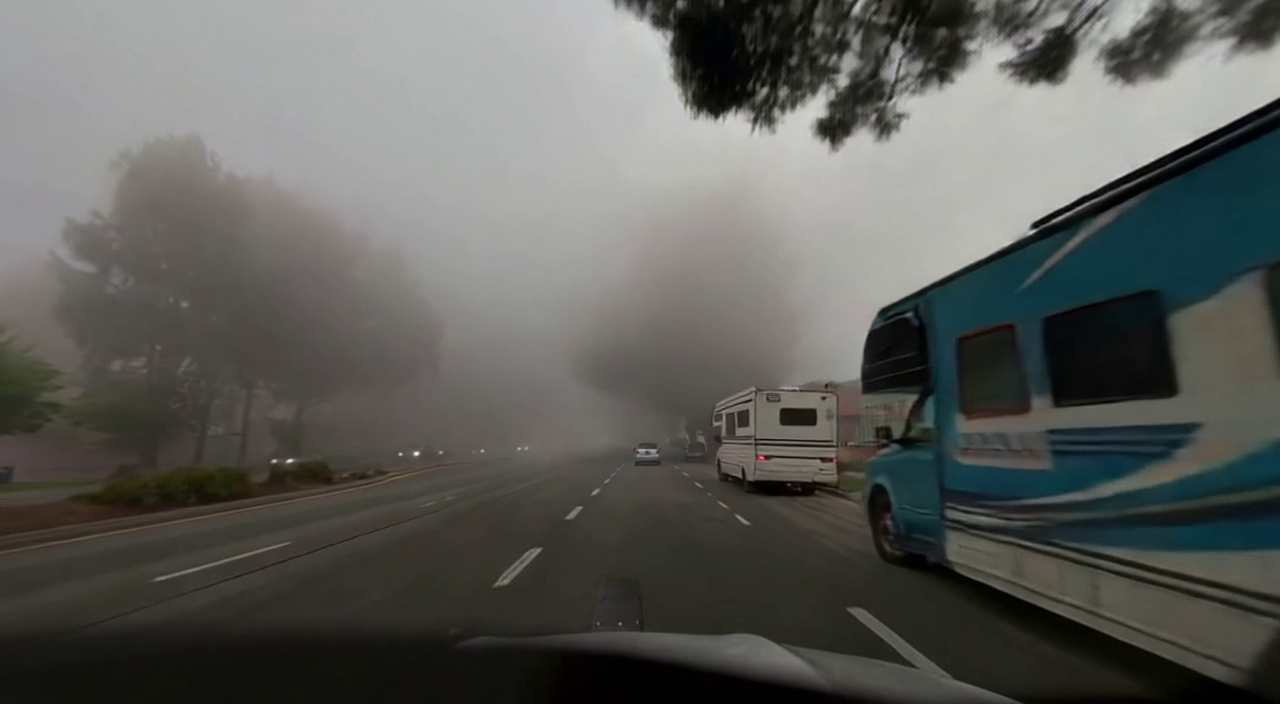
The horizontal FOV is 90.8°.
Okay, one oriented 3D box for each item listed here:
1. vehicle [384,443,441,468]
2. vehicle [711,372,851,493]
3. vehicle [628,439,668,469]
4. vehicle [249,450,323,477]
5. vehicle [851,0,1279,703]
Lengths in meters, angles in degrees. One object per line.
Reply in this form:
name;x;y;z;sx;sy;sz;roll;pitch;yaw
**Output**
vehicle;-14.447;6.577;40.329;2.028;1.535;4.217;0;-9;1
vehicle;4.239;2.785;21.066;2.924;3.250;7.780;-1;-9;1
vehicle;0.420;5.669;35.245;2.103;1.506;4.742;0;-9;0
vehicle;-20.506;6.449;36.821;1.796;1.445;4.236;0;-9;1
vehicle;4.124;-0.055;3.705;2.896;3.921;8.415;0;-9;1
